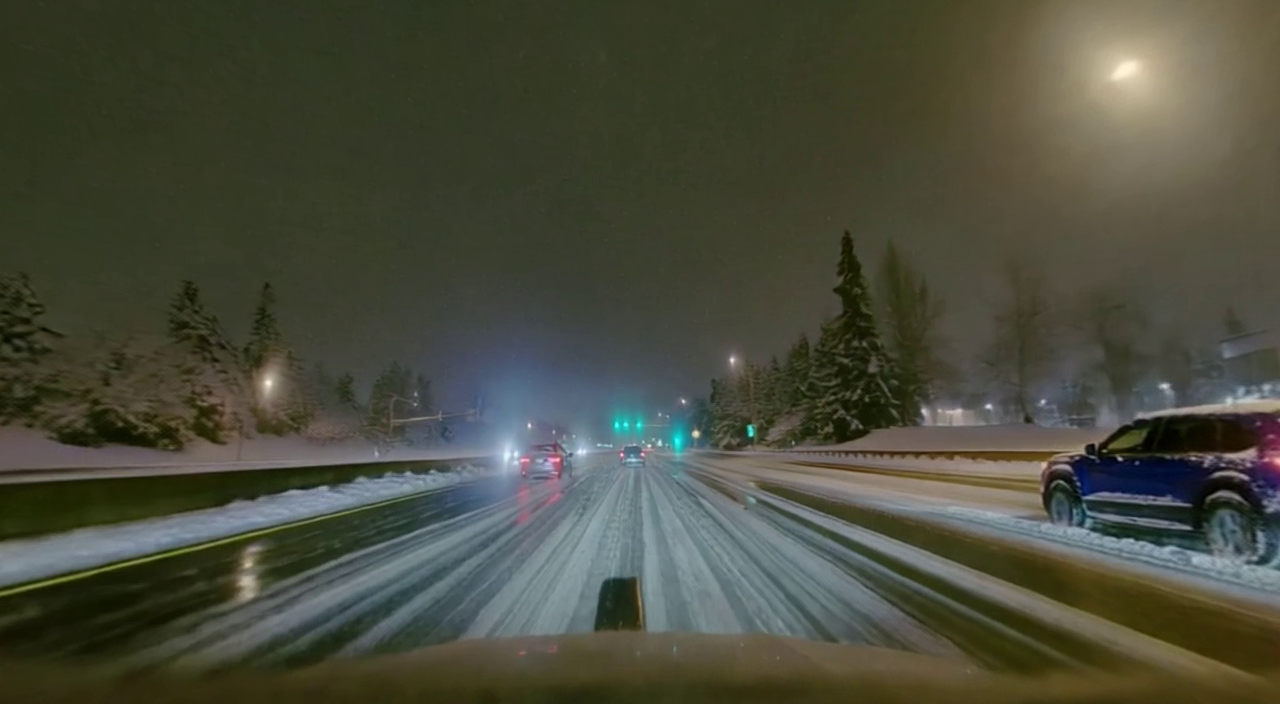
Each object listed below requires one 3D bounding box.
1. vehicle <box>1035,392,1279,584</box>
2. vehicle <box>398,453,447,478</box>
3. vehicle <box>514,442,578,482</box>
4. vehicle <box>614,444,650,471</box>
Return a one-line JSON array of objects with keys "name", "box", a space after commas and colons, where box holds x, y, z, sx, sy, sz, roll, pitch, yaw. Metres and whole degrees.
[{"name": "vehicle", "box": [7.092, 1.470, 7.219, 2.028, 1.801, 4.741, 0, -8, -1]}, {"name": "vehicle", "box": [-13.789, 7.177, 40.239, 1.803, 1.466, 3.696, 0, -9, 0]}, {"name": "vehicle", "box": [-3.763, 4.467, 26.015, 1.886, 1.465, 4.625, 0, -9, 0]}, {"name": "vehicle", "box": [-0.467, 6.114, 36.797, 1.997, 1.485, 4.094, 0, -8, 0]}]
